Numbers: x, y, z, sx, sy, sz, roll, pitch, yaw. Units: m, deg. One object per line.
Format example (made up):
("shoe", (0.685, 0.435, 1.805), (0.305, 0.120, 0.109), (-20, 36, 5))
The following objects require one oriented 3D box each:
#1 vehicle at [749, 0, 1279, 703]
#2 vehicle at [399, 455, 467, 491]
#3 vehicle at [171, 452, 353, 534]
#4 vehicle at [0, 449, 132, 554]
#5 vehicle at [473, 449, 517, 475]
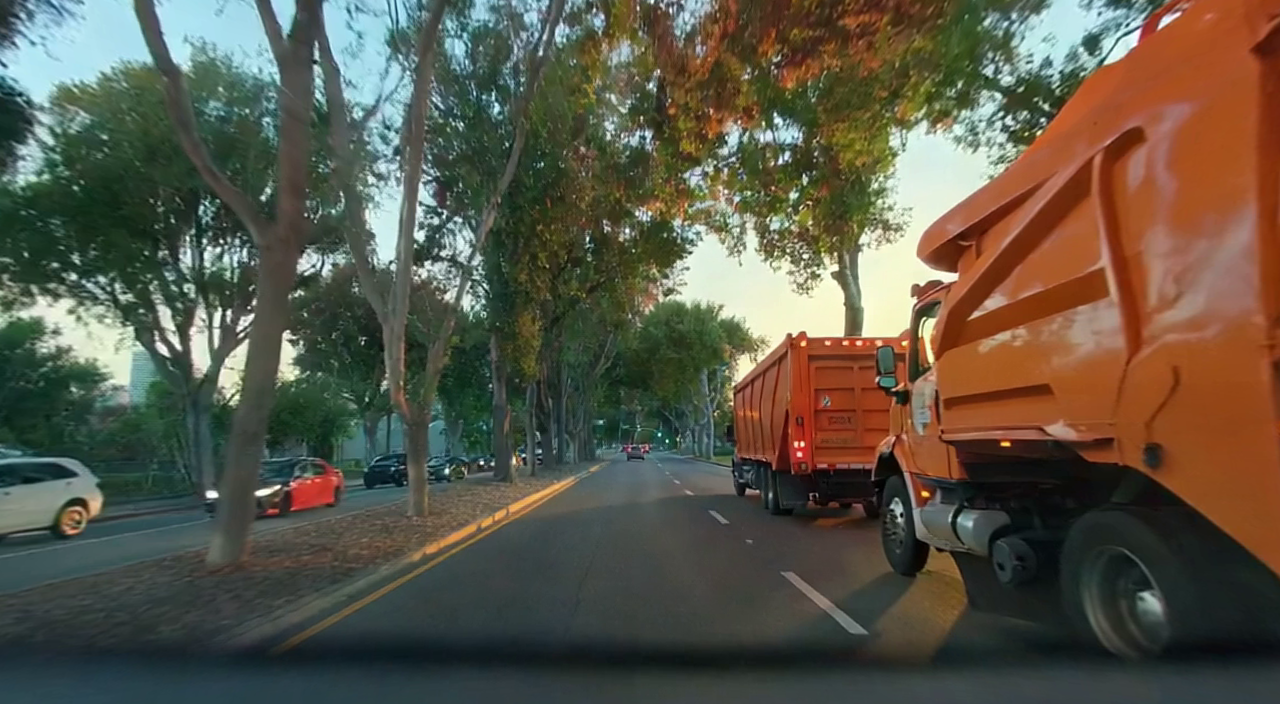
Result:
("vehicle", (3.604, 0.630, 6.901), (2.731, 3.407, 10.262), (0, -9, -1))
("vehicle", (-9.825, 5.749, 30.317), (1.953, 1.539, 4.326), (0, -9, -2))
("vehicle", (-9.361, 3.463, 16.204), (1.959, 1.749, 4.488), (0, -9, -2))
("vehicle", (-13.376, 2.979, 12.481), (2.281, 1.982, 5.537), (-3, -8, -2))
("vehicle", (-10.339, 7.864, 45.406), (2.089, 1.754, 4.573), (0, -9, -1))
